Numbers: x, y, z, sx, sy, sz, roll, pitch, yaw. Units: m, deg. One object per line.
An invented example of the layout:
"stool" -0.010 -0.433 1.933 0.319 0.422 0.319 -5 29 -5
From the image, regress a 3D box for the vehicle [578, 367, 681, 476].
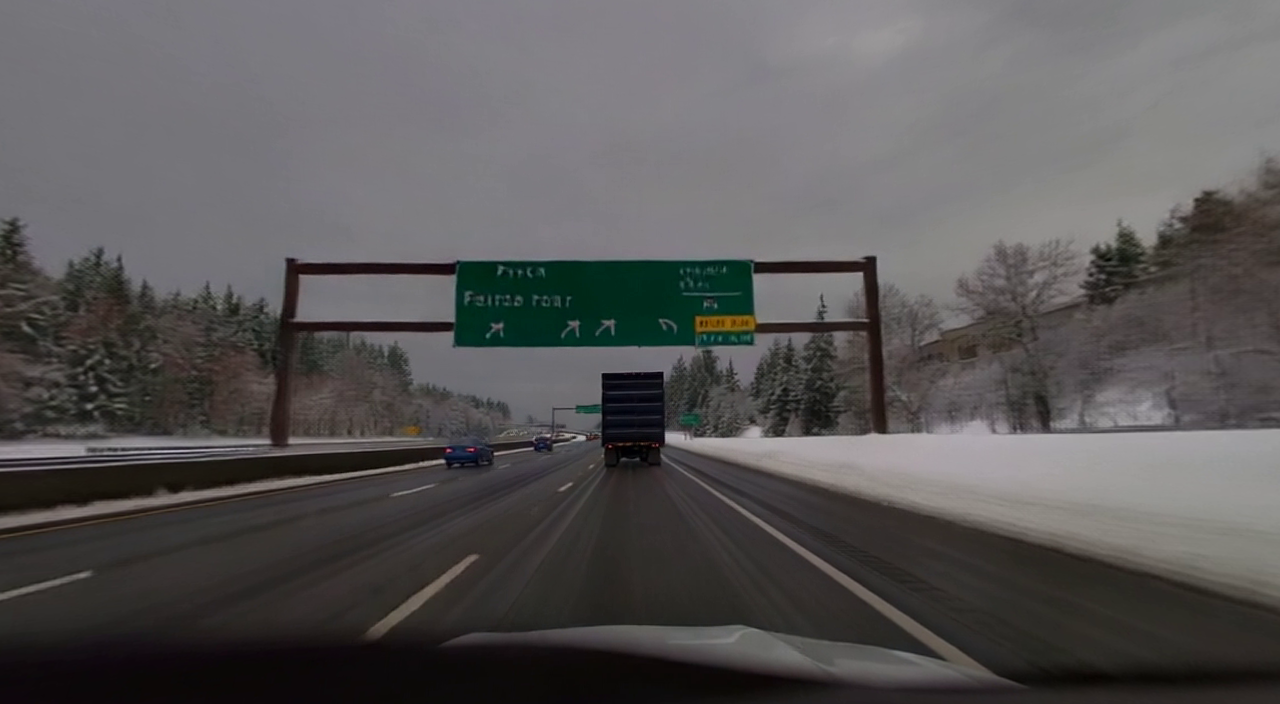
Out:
"vehicle" -0.488 3.129 26.803 3.033 3.223 14.836 3 -8 -1

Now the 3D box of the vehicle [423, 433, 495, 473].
"vehicle" -7.283 4.063 25.675 1.856 1.479 3.710 0 -8 0
